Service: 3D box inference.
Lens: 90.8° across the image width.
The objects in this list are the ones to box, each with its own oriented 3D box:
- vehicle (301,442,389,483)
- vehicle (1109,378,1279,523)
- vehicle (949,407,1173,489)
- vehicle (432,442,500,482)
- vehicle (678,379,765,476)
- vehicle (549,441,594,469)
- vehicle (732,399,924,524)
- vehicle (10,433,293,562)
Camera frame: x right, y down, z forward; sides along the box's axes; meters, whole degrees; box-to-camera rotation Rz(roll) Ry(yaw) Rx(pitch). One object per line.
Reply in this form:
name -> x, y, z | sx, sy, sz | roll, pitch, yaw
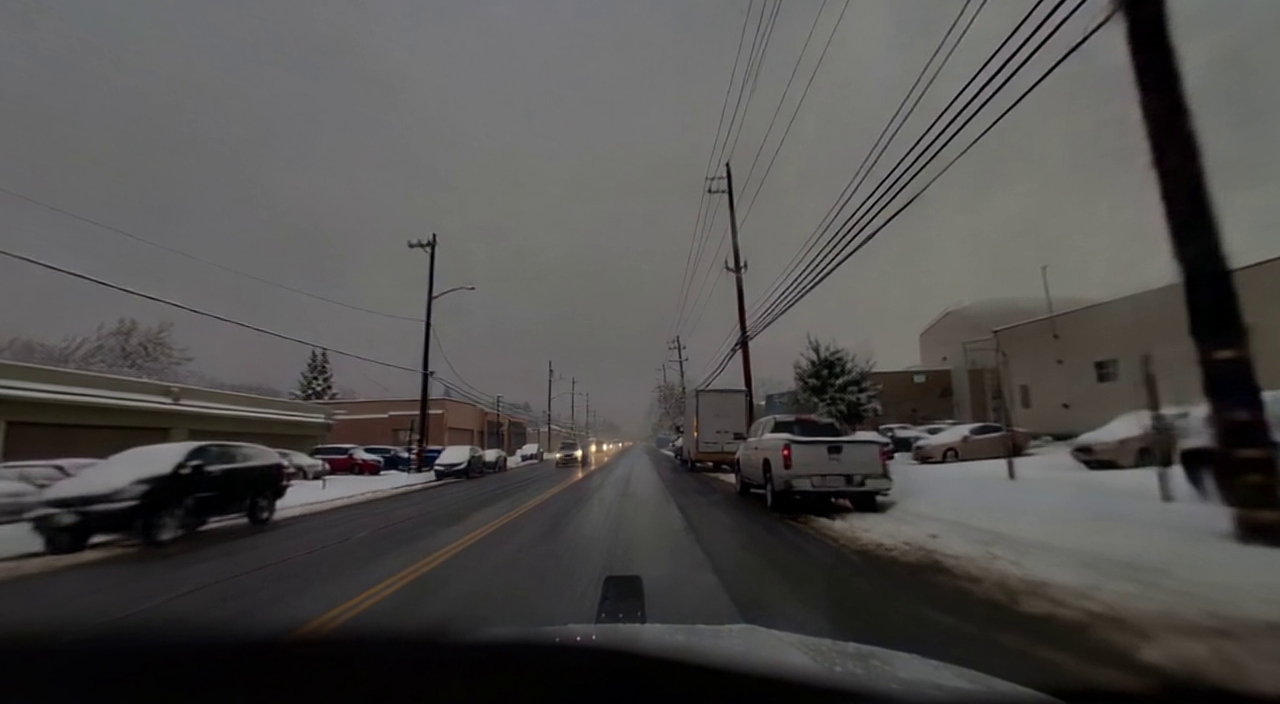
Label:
vehicle -> -14.550, 5.461, 31.490 | 2.001, 1.838, 4.855 | 0, -9, 0
vehicle -> 9.275, 1.320, 8.699 | 1.985, 1.858, 4.831 | -2, -8, 2
vehicle -> 9.104, 2.164, 14.239 | 1.851, 1.541, 4.336 | 0, -9, -3
vehicle -> -8.337, 5.285, 30.667 | 1.954, 1.622, 4.761 | -5, -9, -1
vehicle -> 3.459, 3.599, 29.106 | 2.874, 3.757, 8.612 | 0, -9, 0
vehicle -> -4.013, 6.126, 37.648 | 2.020, 1.528, 4.258 | -2, -9, 2
vehicle -> 3.522, 2.272, 13.490 | 2.249, 2.026, 6.211 | 0, -9, 1
vehicle -> -8.384, 2.479, 11.495 | 1.921, 1.750, 4.208 | -4, -9, -2
